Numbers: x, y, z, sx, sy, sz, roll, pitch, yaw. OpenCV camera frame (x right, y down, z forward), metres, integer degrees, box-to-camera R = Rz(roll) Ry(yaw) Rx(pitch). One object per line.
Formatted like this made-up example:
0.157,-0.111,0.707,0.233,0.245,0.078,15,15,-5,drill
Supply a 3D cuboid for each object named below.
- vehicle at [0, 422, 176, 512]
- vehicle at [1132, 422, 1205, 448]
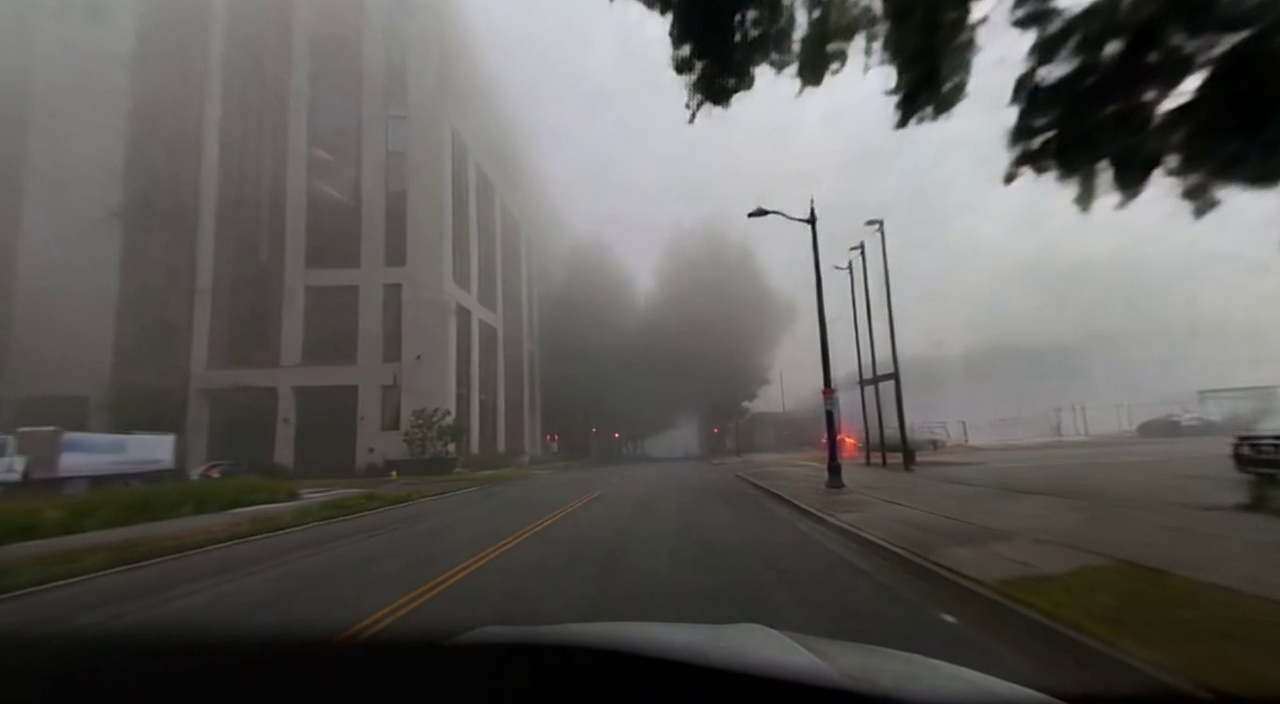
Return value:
-19.814,3.776,20.808,2.166,2.698,7.006,-6,-9,20,vehicle
33.253,5.288,39.647,1.635,1.503,3.463,-3,-9,3,vehicle
